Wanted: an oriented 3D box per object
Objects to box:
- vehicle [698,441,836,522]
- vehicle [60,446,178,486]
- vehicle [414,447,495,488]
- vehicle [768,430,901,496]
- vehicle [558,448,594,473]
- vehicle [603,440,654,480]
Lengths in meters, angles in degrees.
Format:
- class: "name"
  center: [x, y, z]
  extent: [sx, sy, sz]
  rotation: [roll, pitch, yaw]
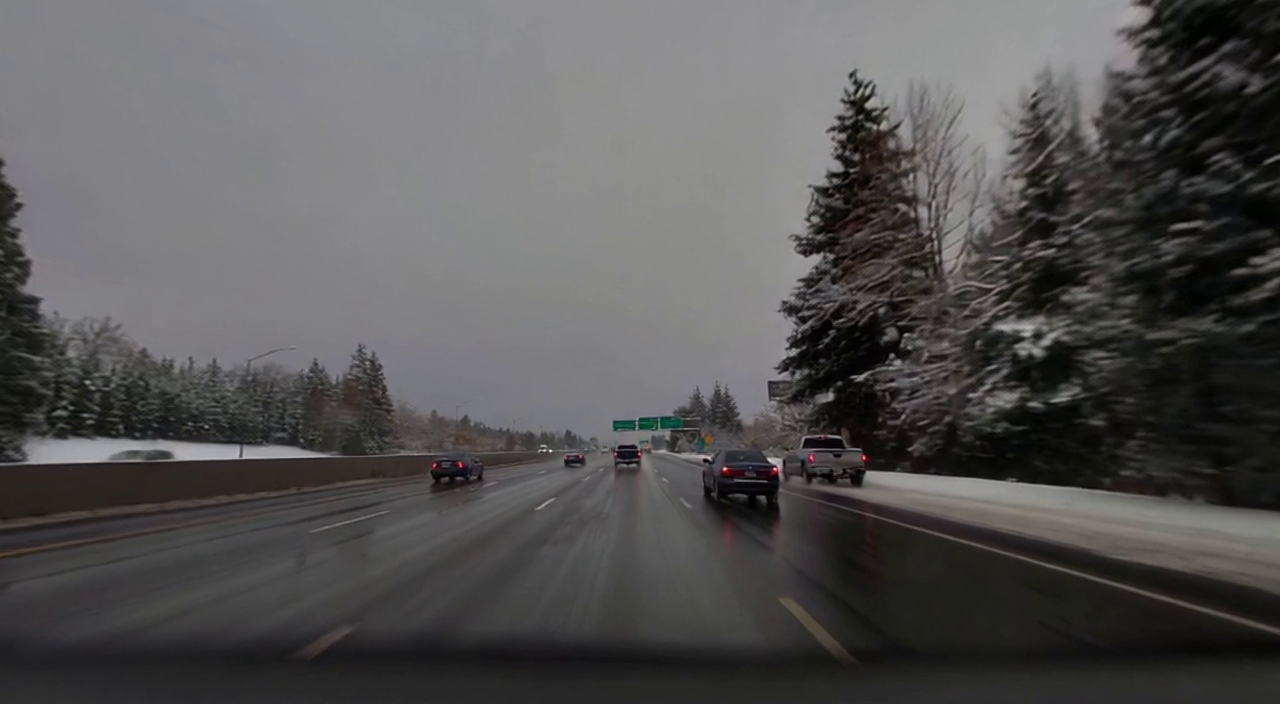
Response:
- class: "vehicle"
  center: [2.528, 2.688, 13.757]
  extent: [2.011, 1.462, 4.286]
  rotation: [0, -8, -1]
- class: "vehicle"
  center: [-22.790, 4.964, 27.841]
  extent: [1.786, 1.622, 3.932]
  rotation: [0, -9, 0]
- class: "vehicle"
  center: [-7.378, 4.627, 25.605]
  extent: [1.920, 1.482, 4.385]
  rotation: [0, -8, 0]
- class: "vehicle"
  center: [6.375, 3.732, 21.750]
  extent: [2.635, 1.919, 5.907]
  rotation: [0, -8, -1]
- class: "vehicle"
  center: [-4.157, 7.077, 41.475]
  extent: [1.935, 1.487, 4.076]
  rotation: [0, -8, 0]
- class: "vehicle"
  center: [-0.535, 5.323, 31.505]
  extent: [2.323, 1.805, 4.729]
  rotation: [0, -8, 0]
